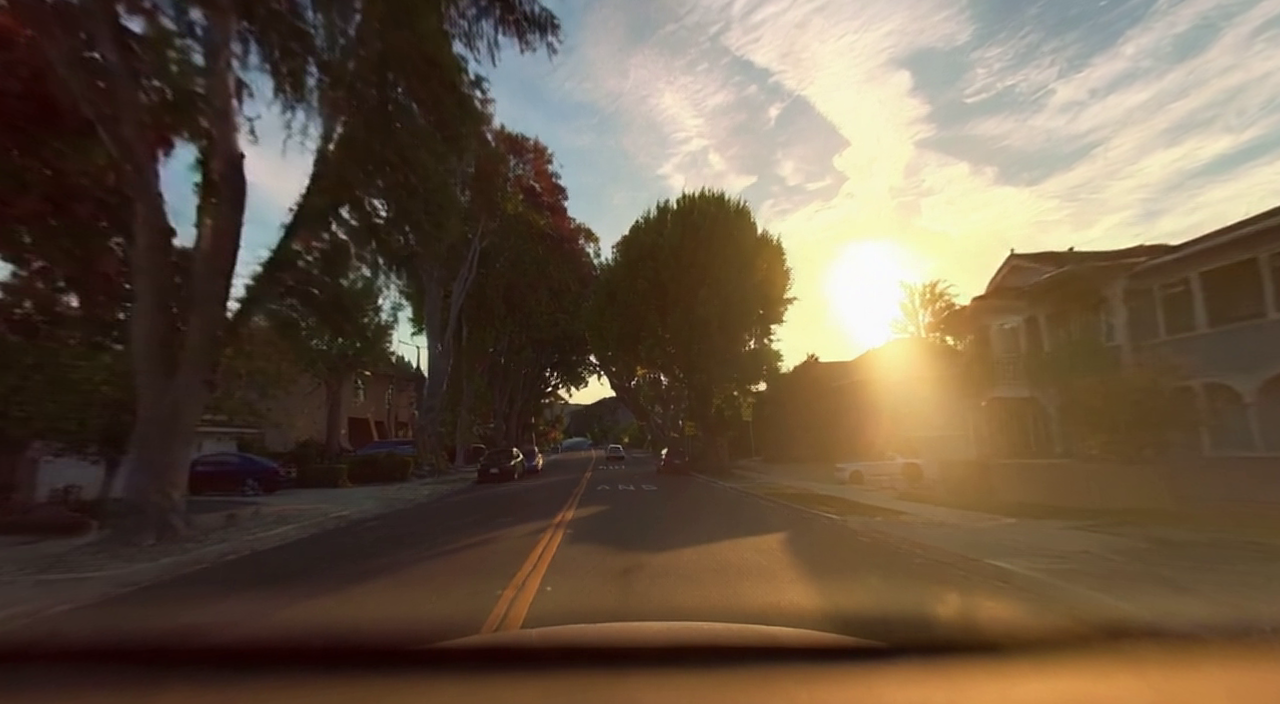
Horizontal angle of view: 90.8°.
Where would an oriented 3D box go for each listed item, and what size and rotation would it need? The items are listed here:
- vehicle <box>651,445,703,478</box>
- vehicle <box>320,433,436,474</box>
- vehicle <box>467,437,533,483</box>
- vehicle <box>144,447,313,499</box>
[{"bbox_3d":[1.787,5.465,31.873,2.047,1.532,4.350,0,-8,-4],"label":"vehicle"},{"bbox_3d":[-14.074,5.468,34.193,5.234,2.076,2.197,0,-8,-1],"label":"vehicle"},{"bbox_3d":[-6.592,5.151,30.289,2.155,1.907,5.100,-2,-9,-2],"label":"vehicle"},{"bbox_3d":[-12.868,3.776,19.984,3.989,1.485,1.814,0,-8,-4],"label":"vehicle"}]
